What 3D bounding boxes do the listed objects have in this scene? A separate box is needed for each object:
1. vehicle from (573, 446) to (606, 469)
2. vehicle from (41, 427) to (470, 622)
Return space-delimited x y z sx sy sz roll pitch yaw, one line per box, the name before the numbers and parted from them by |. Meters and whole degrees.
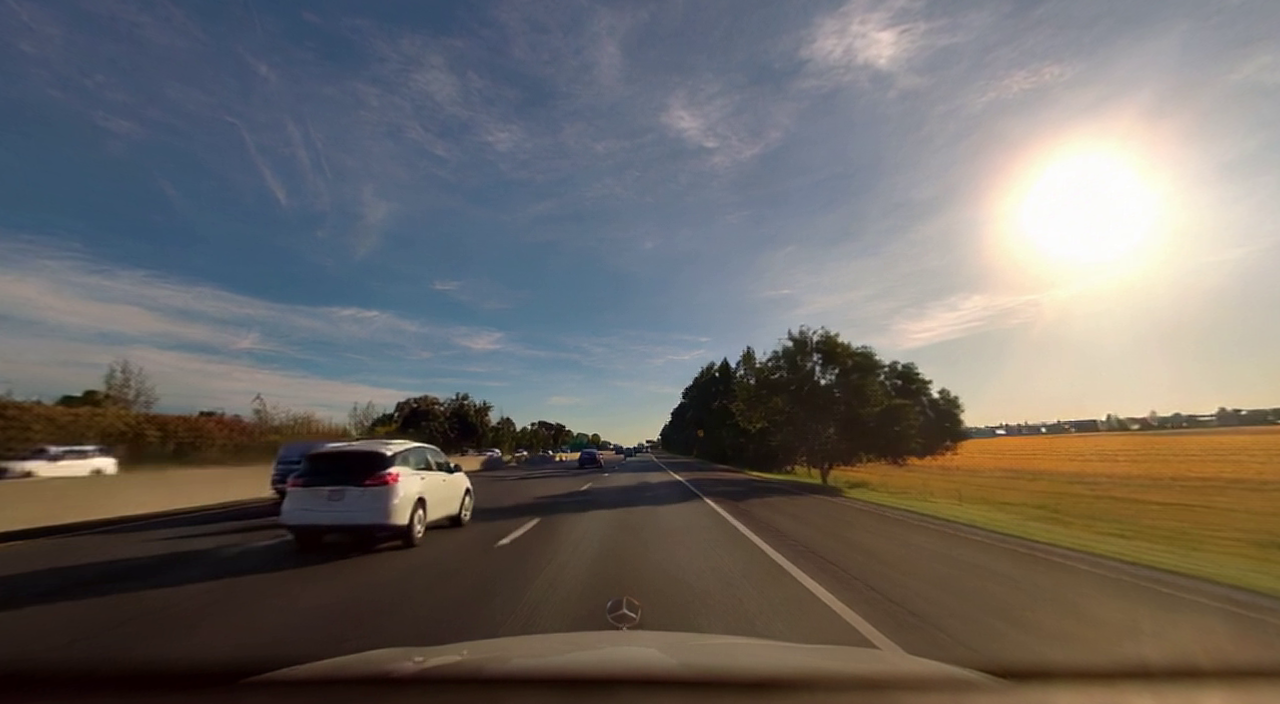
vehicle | -3.438 7.301 43.762 1.954 1.541 4.079 0 -9 1
vehicle | -3.594 1.686 7.123 2.110 1.500 4.259 0 -9 1
